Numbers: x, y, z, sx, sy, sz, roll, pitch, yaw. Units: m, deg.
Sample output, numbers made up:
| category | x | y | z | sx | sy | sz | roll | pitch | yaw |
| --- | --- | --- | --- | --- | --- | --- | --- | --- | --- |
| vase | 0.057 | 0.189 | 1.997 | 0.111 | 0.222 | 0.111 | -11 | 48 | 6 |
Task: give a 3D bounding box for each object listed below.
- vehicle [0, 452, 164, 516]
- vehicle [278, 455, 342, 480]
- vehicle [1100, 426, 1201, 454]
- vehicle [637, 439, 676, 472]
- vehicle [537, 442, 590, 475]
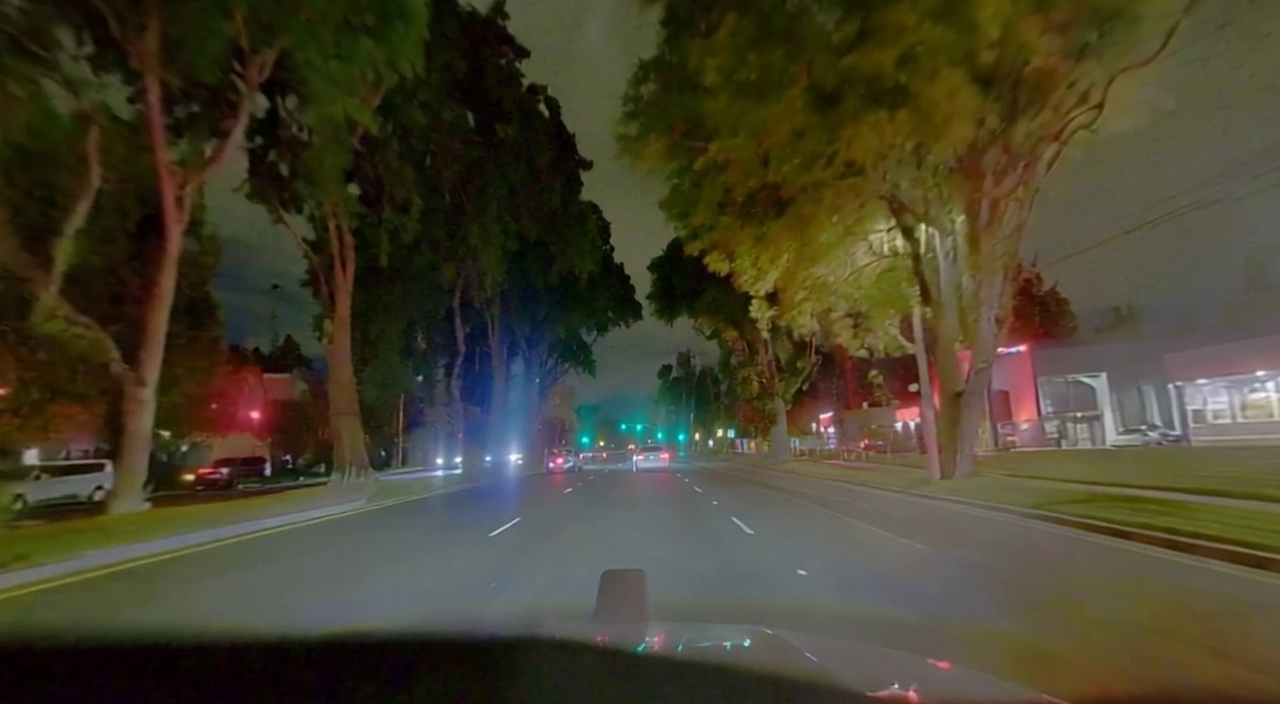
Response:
| category | x | y | z | sx | sy | sz | roll | pitch | yaw |
| --- | --- | --- | --- | --- | --- | --- | --- | --- | --- |
| vehicle | -18.613 | 4.143 | 20.454 | 2.021 | 1.732 | 5.410 | 0 | -8 | 1 |
| vehicle | -22.408 | 7.826 | 42.969 | 1.849 | 1.568 | 4.397 | 0 | -8 | 2 |
| vehicle | 32.933 | 5.702 | 40.725 | 4.458 | 1.761 | 2.424 | 1 | -8 | -4 |
| vehicle | 0.802 | 5.397 | 33.036 | 1.922 | 1.579 | 3.642 | 0 | -8 | -1 |
| vehicle | -3.627 | 5.108 | 30.521 | 1.908 | 1.481 | 4.536 | 0 | -8 | 1 |
